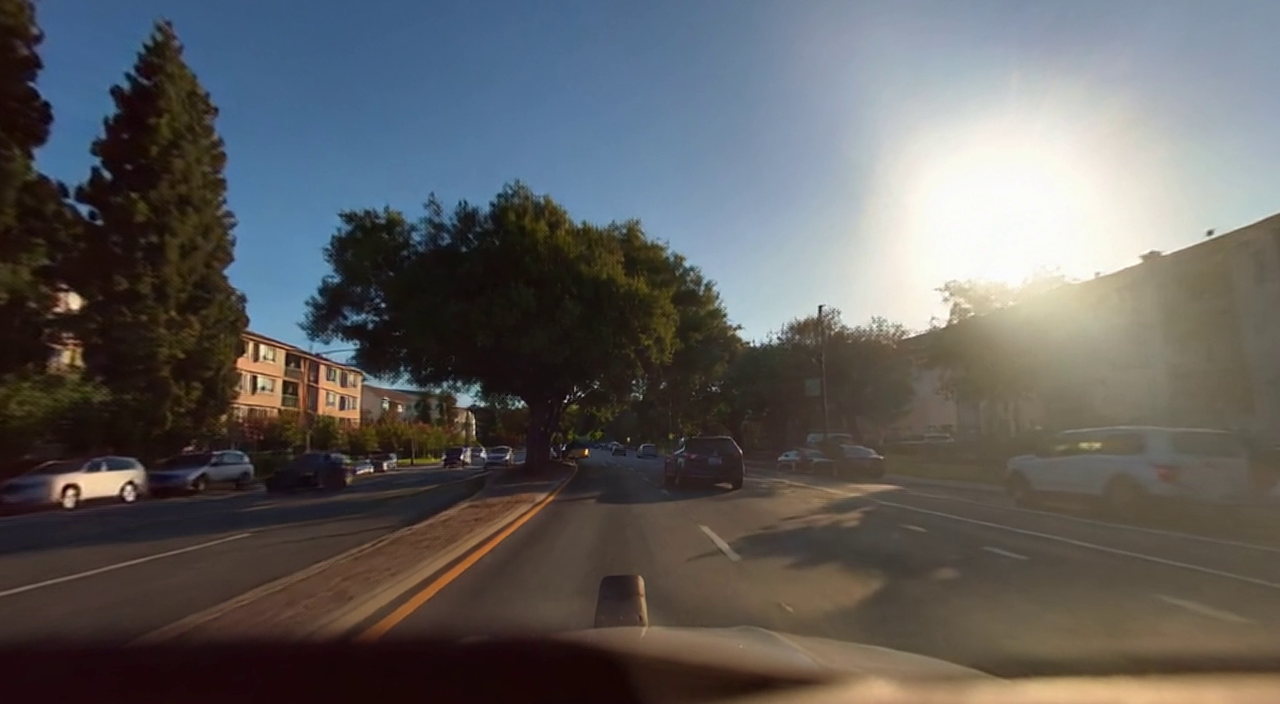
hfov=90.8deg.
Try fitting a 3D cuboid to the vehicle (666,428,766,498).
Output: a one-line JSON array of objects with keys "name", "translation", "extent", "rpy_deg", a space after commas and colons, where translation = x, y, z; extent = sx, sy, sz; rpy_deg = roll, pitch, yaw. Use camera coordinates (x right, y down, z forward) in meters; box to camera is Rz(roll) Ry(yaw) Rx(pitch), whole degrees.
[{"name": "vehicle", "translation": [2.065, 3.198, 18.674], "extent": [2.085, 1.763, 4.490], "rpy_deg": [0, -8, -4]}]

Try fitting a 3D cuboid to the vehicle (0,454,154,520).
[{"name": "vehicle", "translation": [-18.067, 4.145, 19.970], "extent": [1.871, 1.712, 4.710], "rpy_deg": [0, -8, -4]}]

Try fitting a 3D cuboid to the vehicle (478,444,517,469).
[{"name": "vehicle", "translation": [-10.279, 7.546, 45.857], "extent": [2.033, 1.685, 4.420], "rpy_deg": [0, -8, -4]}]

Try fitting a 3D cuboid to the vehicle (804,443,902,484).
[{"name": "vehicle", "translation": [8.598, 4.514, 26.077], "extent": [1.936, 1.485, 5.111], "rpy_deg": [0, -8, -4]}]

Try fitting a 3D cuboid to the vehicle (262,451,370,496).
[{"name": "vehicle", "translation": [-12.176, 4.536, 24.102], "extent": [1.895, 1.458, 4.512], "rpy_deg": [0, -8, -3]}]

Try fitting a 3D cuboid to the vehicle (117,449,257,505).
[{"name": "vehicle", "translation": [-18.227, 4.992, 25.839], "extent": [2.182, 1.840, 5.105], "rpy_deg": [-2, -7, -3]}]

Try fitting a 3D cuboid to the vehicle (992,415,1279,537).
[{"name": "vehicle", "translation": [9.391, 2.264, 12.256], "extent": [2.052, 1.853, 4.886], "rpy_deg": [0, -8, -3]}]
